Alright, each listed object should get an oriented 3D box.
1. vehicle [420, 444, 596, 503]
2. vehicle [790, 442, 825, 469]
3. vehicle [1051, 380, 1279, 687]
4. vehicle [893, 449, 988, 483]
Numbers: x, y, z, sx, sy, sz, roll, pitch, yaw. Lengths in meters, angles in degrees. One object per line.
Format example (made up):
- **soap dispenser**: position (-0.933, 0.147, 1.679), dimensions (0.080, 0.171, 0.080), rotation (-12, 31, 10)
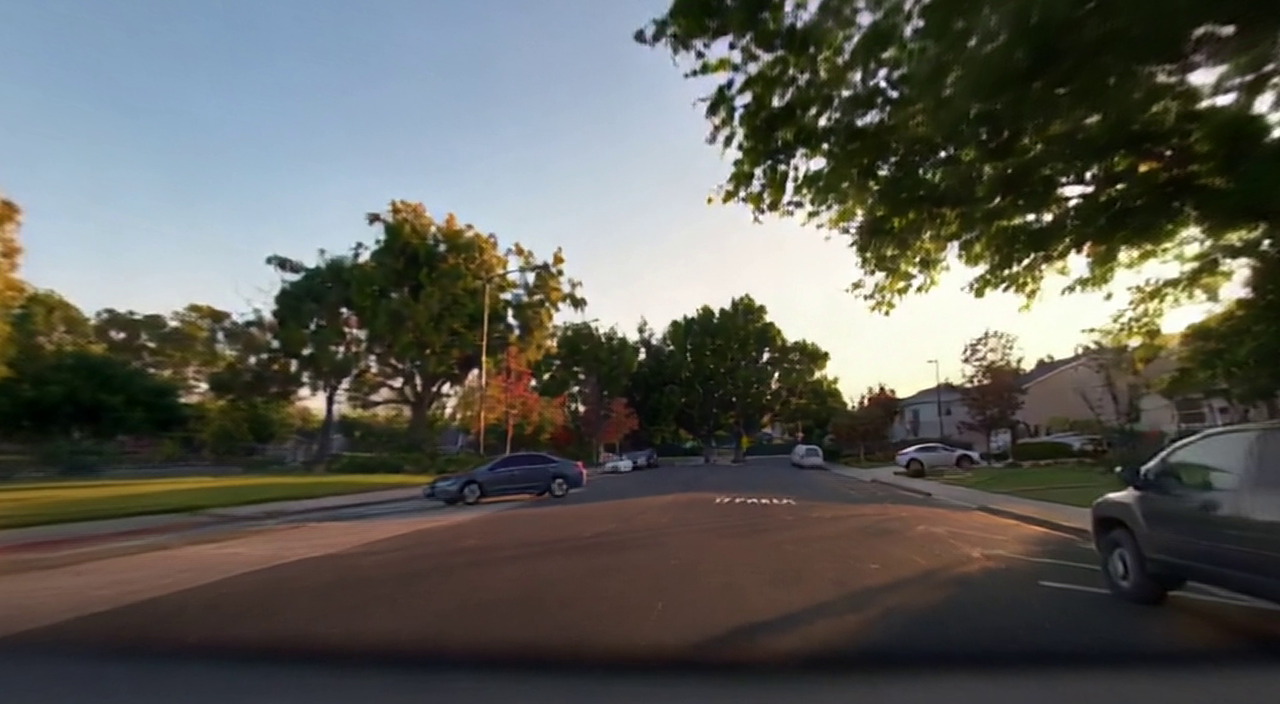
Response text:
- **vehicle**: position (-3.858, 3.488, 18.529), dimensions (4.750, 1.559, 1.928), rotation (3, -9, -22)
- **vehicle**: position (12.652, 7.850, 47.987), dimensions (2.051, 1.925, 4.625), rotation (-1, -9, 9)
- **vehicle**: position (5.114, 1.196, 4.397), dimensions (2.154, 1.855, 4.689), rotation (-2, -9, 12)
- **vehicle**: position (17.835, 6.751, 37.740), dimensions (4.733, 1.843, 2.005), rotation (-1, -8, 11)
